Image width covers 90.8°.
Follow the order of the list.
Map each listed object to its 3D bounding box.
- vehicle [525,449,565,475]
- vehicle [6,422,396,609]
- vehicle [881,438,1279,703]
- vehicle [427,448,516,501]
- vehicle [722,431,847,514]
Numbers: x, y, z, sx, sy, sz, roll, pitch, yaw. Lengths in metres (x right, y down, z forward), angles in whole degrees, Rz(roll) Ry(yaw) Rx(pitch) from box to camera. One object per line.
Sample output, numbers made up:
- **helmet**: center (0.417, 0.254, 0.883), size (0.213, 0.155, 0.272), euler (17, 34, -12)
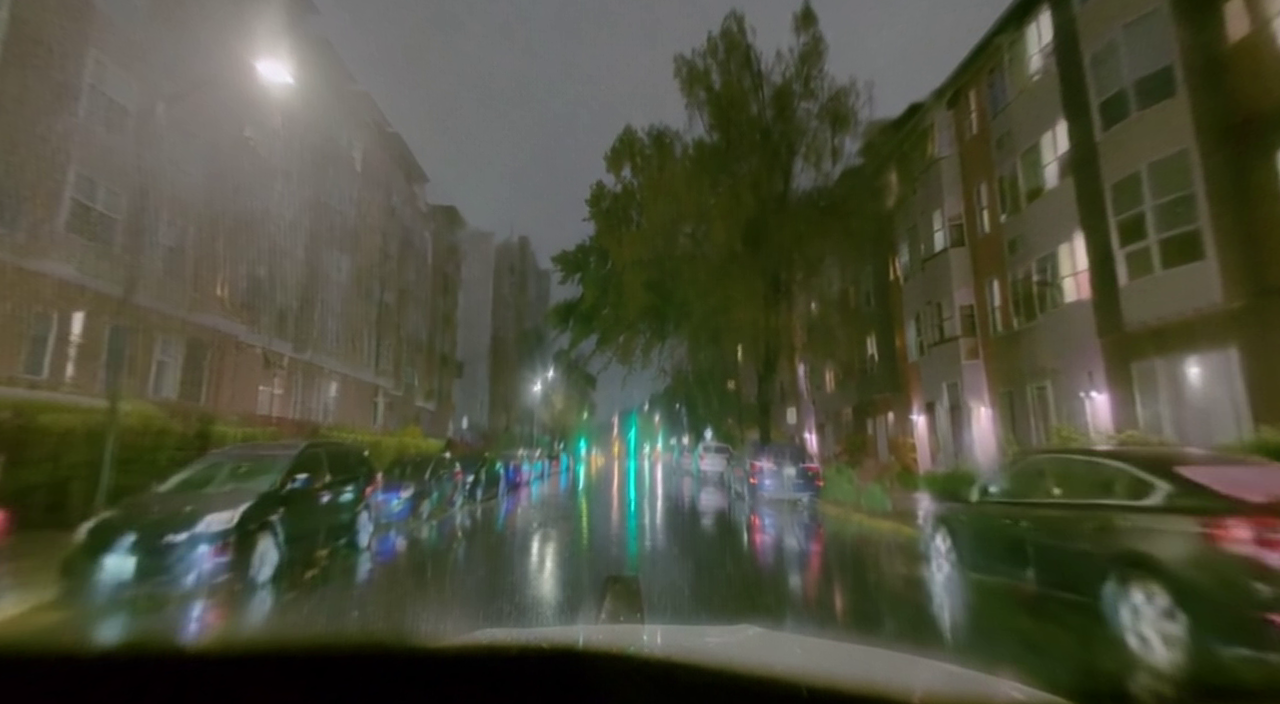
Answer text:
- **vehicle**: center (-5.626, 6.544, 37.814), size (1.647, 1.481, 4.433), euler (0, -9, 1)
- **vehicle**: center (-5.024, 1.887, 8.324), size (1.922, 1.728, 4.628), euler (0, -9, -2)
- **vehicle**: center (3.767, 1.468, 5.131), size (1.696, 1.453, 4.574), euler (0, -9, -2)
- **vehicle**: center (-5.302, 3.879, 20.457), size (1.711, 1.500, 4.510), euler (0, -9, -1)
- **vehicle**: center (3.484, 3.006, 16.336), size (1.912, 1.781, 5.159), euler (0, -9, -1)
